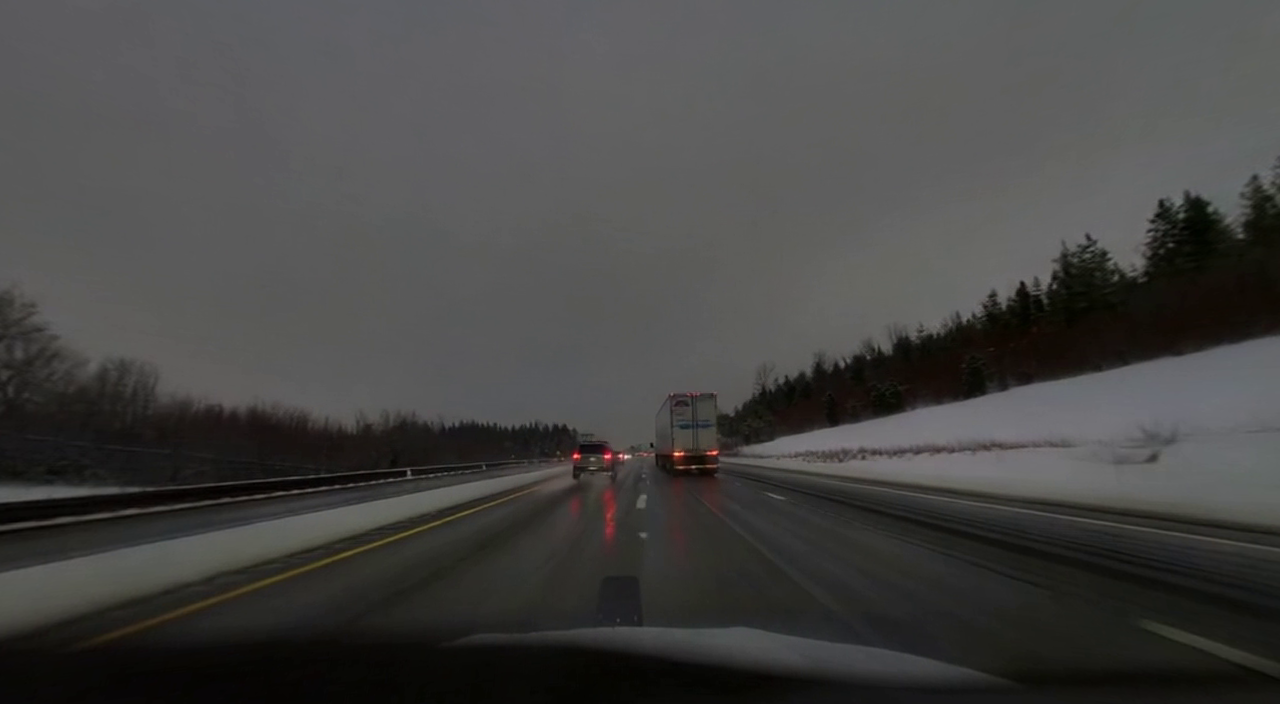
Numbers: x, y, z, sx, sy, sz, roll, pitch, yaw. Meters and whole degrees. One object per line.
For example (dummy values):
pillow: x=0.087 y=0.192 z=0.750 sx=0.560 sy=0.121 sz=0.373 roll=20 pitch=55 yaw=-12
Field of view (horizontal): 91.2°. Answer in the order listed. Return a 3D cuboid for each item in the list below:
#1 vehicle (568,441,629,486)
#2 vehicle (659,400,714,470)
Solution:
vehicle: x=-1.642 y=4.623 z=26.314 sx=2.160 sy=1.691 sz=4.243 roll=-1 pitch=-9 yaw=1
vehicle: x=3.035 y=6.130 z=45.193 sx=3.167 sy=4.180 sz=14.924 roll=1 pitch=-9 yaw=2
